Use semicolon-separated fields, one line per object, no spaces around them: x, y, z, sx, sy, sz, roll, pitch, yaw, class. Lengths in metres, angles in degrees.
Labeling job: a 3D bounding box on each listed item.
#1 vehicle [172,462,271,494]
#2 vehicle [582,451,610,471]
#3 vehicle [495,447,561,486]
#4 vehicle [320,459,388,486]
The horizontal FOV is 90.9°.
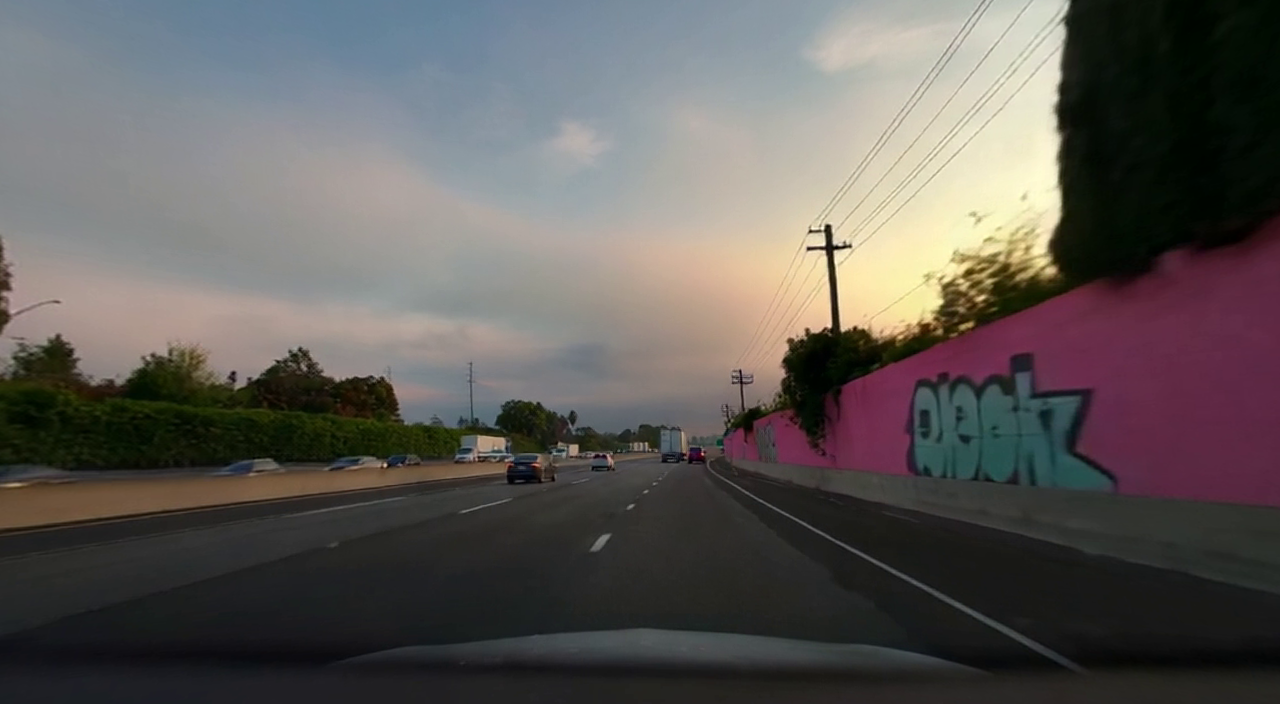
-20.884;6.278;31.685;1.860;1.423;4.198;-1;-9;4;vehicle
-3.283;8.235;47.658;1.708;1.489;2.840;-1;-9;5;vehicle
-4.782;4.927;27.436;1.966;1.565;3.766;-1;-9;4;vehicle
-16.475;6.930;36.498;1.840;1.431;4.016;-1;-9;4;vehicle
